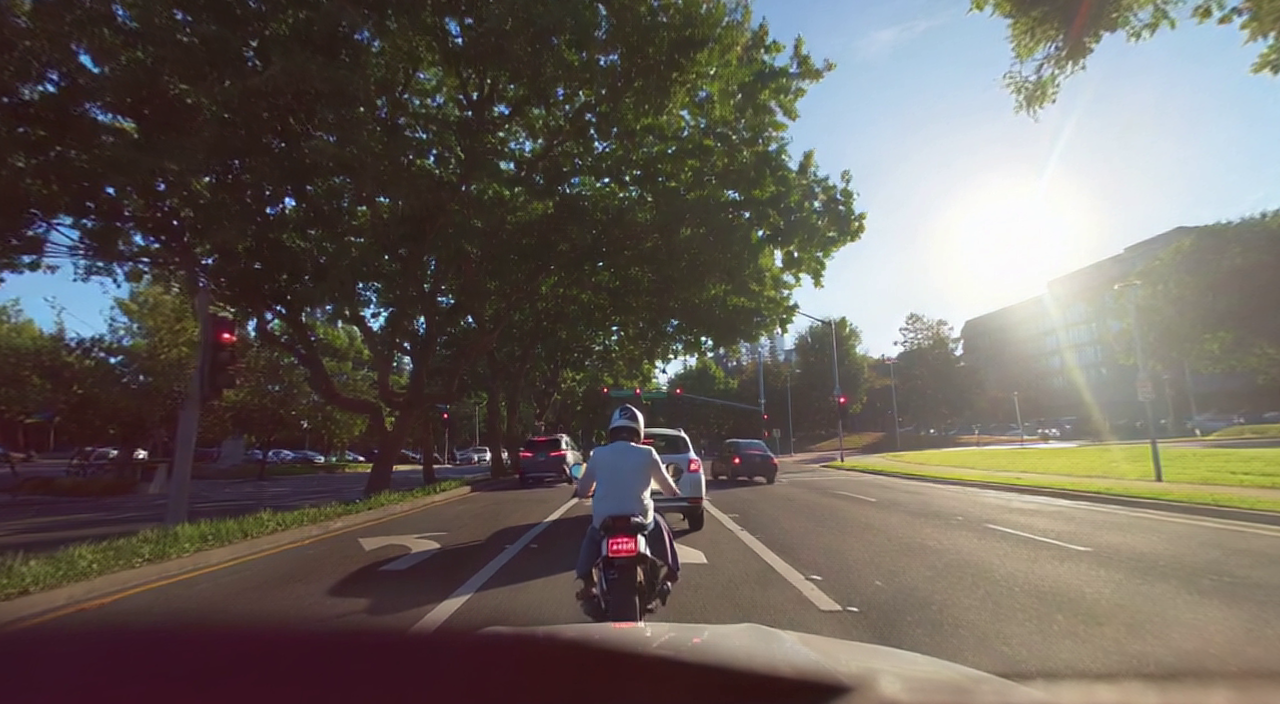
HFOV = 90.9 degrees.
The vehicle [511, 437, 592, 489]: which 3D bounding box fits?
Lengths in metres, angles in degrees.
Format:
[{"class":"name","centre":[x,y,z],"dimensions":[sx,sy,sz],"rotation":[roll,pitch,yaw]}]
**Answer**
[{"class":"vehicle","centre":[-3.055,3.948,22.862],"dimensions":[2.056,1.647,5.045],"rotation":[-1,-8,2]}]

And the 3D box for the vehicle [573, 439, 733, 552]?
[{"class":"vehicle","centre":[0.146,2.206,10.530],"dimensions":[2.093,1.450,4.437],"rotation":[0,-8,-1]}]

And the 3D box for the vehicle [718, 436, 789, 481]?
[{"class":"vehicle","centre":[4.562,4.339,25.953],"dimensions":[2.075,1.661,4.229],"rotation":[0,-8,0]}]
